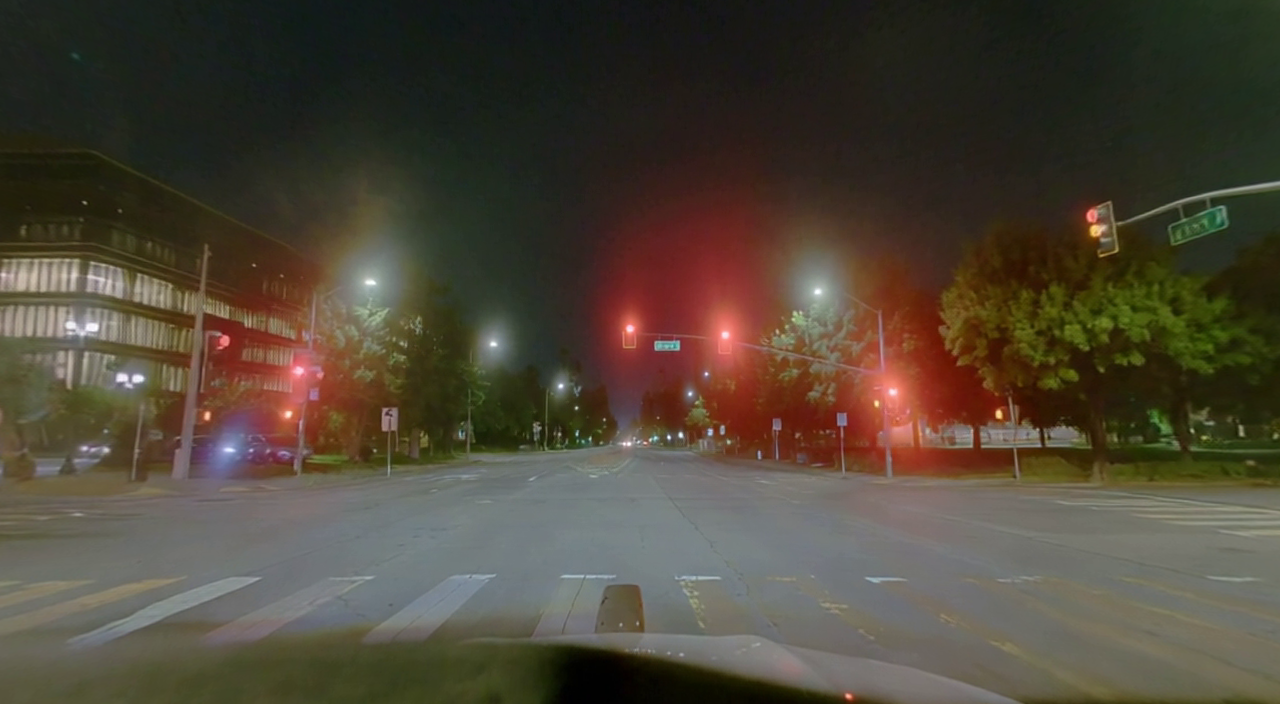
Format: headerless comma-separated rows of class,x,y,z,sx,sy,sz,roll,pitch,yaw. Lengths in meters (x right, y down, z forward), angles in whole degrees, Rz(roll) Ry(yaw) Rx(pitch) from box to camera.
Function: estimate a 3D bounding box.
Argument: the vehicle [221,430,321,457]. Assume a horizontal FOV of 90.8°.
vehicle,-22.396,5.570,38.512,4.765,1.593,1.891,1,-9,-7
